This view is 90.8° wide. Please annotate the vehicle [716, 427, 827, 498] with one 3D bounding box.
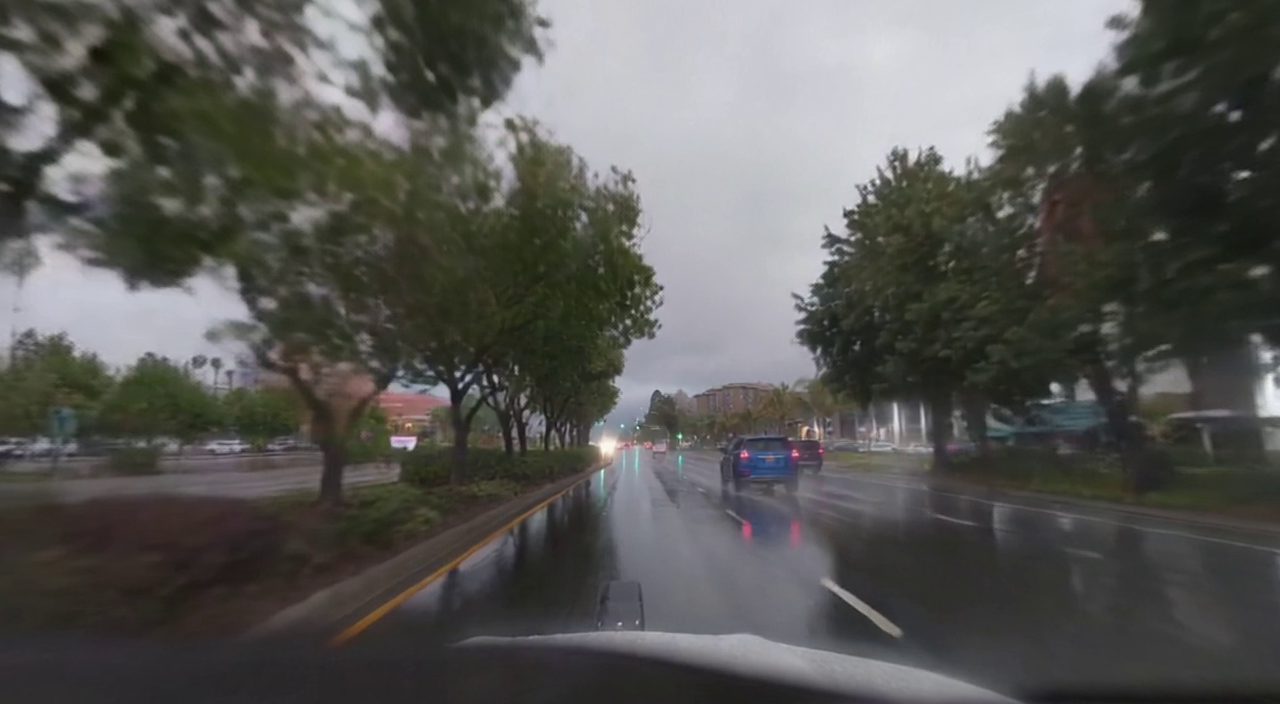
[{"bbox_3d":[3.457,3.009,17.537,2.072,1.696,4.177,0,-8,-1],"label":"vehicle"}]
